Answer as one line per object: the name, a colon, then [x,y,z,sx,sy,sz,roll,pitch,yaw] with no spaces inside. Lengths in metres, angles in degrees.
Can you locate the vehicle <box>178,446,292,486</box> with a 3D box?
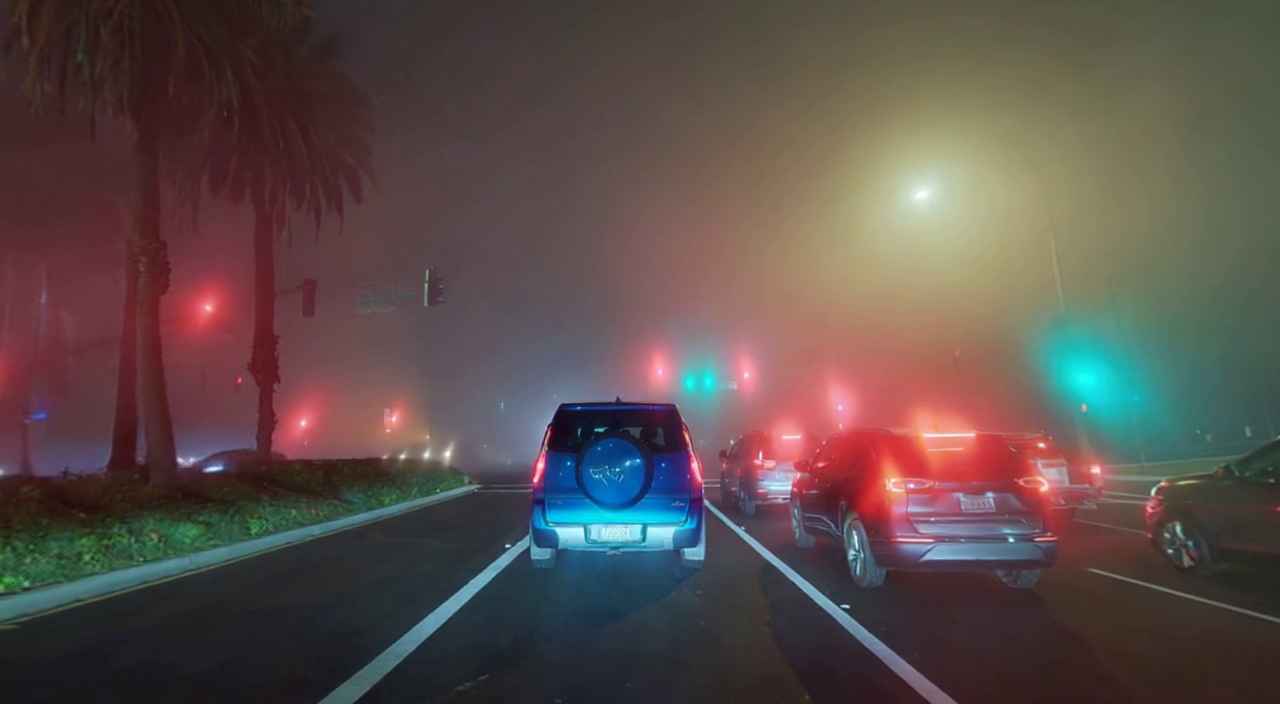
vehicle: [-19.826,5.541,31.068,2.119,1.786,5.252,0,-9,0]

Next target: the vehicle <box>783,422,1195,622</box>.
vehicle: [3.119,1.605,6.985,1.971,1.473,4.495,0,-8,0]

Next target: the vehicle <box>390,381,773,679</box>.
vehicle: [-0.335,1.314,5.689,2.172,1.694,4.055,0,-8,0]

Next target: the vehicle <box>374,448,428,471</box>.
vehicle: [-16.784,7.568,44.315,1.951,1.500,4.372,0,-9,1]

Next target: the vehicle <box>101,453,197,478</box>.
vehicle: [-36.777,8.513,47.101,5.347,1.785,2.123,0,-8,1]
